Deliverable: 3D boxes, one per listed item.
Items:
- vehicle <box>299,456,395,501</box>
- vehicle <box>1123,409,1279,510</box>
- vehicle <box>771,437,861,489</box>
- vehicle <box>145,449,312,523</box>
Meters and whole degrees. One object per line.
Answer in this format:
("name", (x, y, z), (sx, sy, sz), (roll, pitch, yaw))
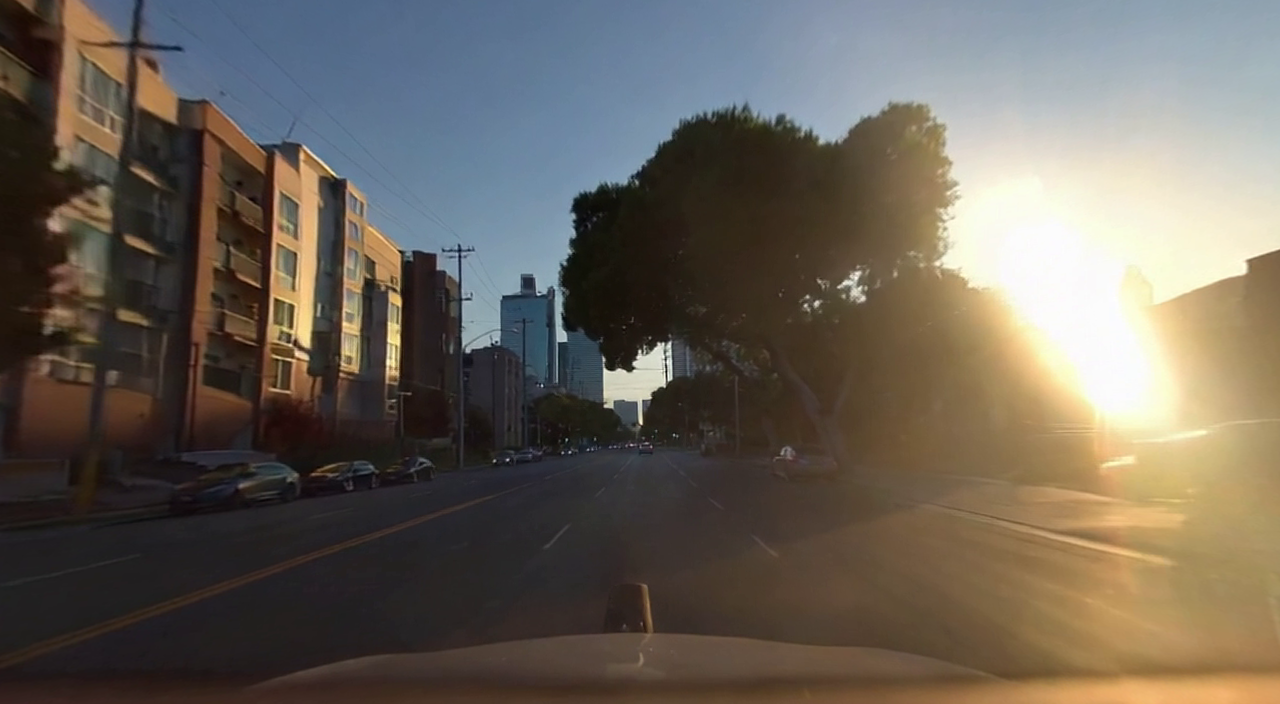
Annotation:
("vehicle", (-11.815, 5.078, 25.702), (1.876, 1.502, 4.506), (-3, -9, -1))
("vehicle", (12.750, 2.049, 12.239), (4.823, 1.763, 2.161), (0, -8, 0))
("vehicle", (6.721, 4.274, 24.663), (2.078, 1.766, 5.474), (-1, -8, 1))
("vehicle", (-11.920, 3.853, 18.650), (1.979, 1.759, 4.435), (-4, -9, 0))
